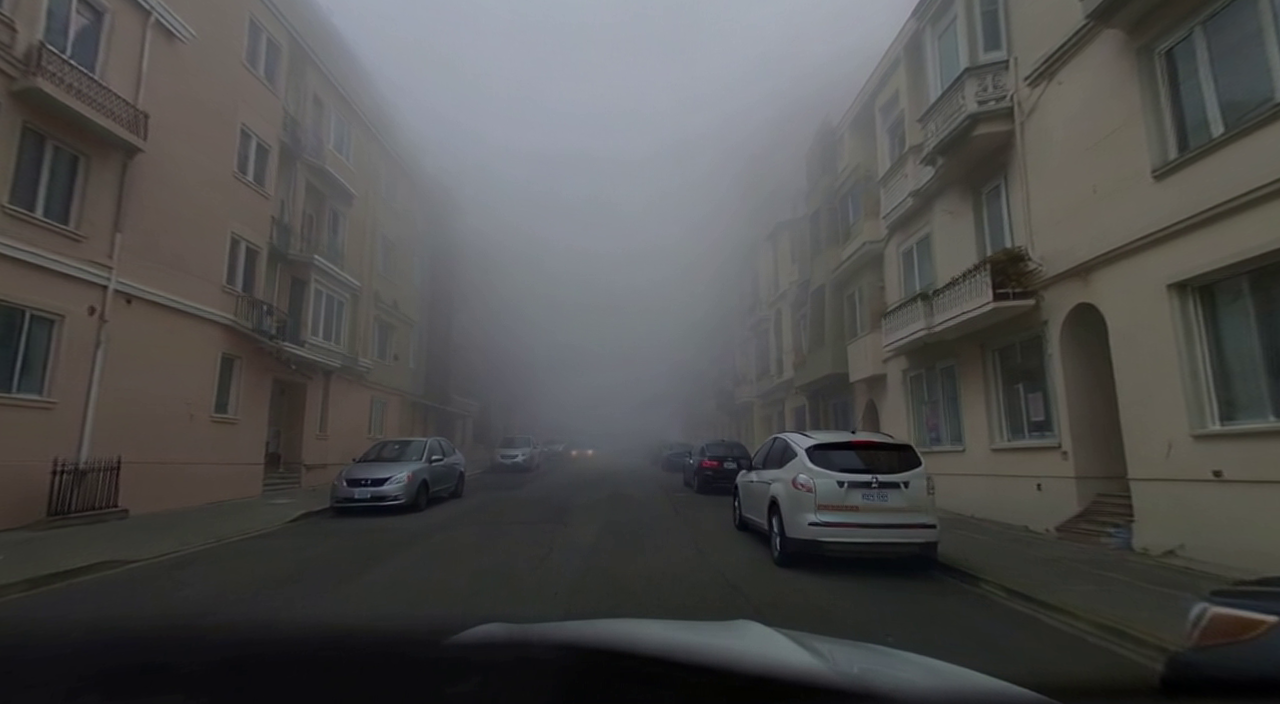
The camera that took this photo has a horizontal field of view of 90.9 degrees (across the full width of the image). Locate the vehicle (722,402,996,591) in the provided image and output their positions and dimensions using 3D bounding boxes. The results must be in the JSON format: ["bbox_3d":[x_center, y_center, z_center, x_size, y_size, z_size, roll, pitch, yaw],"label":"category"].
[{"bbox_3d":[2.227,1.560,7.673,1.839,1.678,3.918,0,-8,-1],"label":"vehicle"}]

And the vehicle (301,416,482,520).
[{"bbox_3d":[-4.550,2.235,12.383,1.883,1.499,4.426,6,-10,-3],"label":"vehicle"}]

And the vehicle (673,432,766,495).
[{"bbox_3d":[1.976,2.909,16.951,1.786,1.447,4.314,0,-8,-2],"label":"vehicle"}]

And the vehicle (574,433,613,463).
[{"bbox_3d":[-2.468,5.174,34.106,1.845,1.544,3.388,0,-8,0],"label":"vehicle"}]

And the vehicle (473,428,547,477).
[{"bbox_3d":[-4.846,3.834,24.092,1.942,1.521,3.761,5,-9,0],"label":"vehicle"}]
